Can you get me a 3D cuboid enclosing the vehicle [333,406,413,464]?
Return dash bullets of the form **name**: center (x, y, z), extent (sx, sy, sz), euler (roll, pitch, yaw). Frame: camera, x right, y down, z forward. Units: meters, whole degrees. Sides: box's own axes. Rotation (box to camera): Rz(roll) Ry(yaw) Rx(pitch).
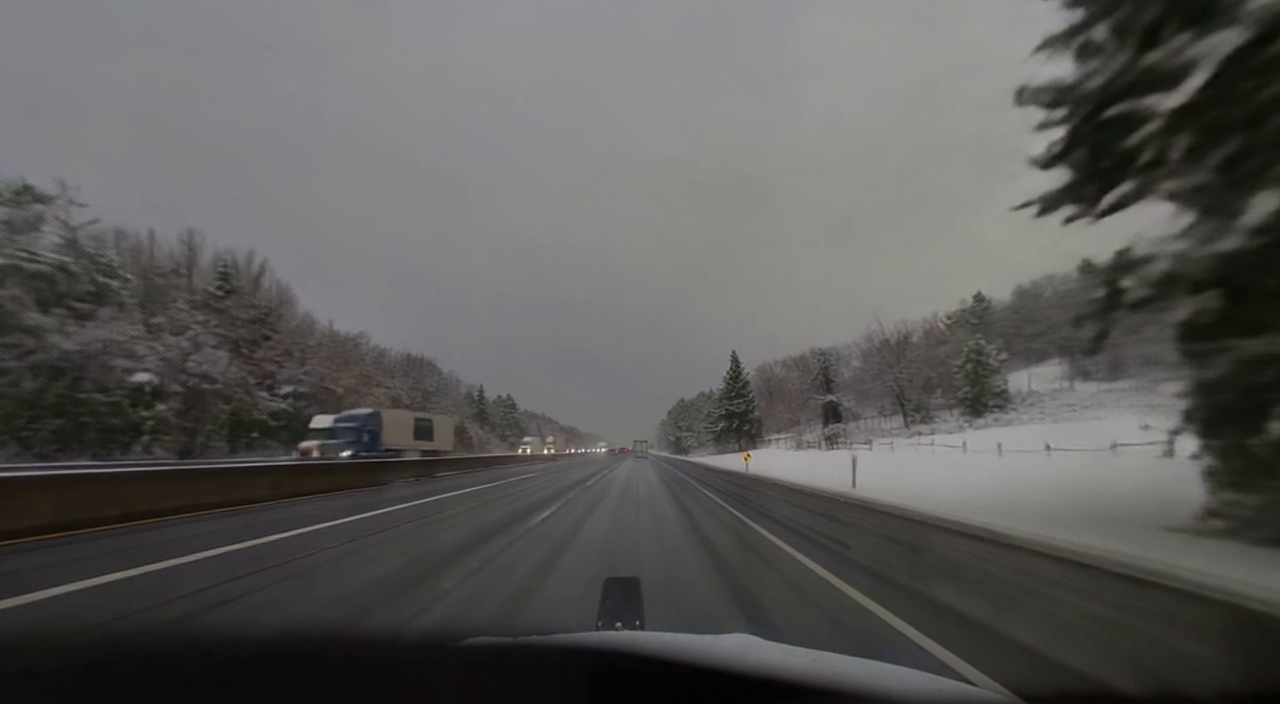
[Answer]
- **vehicle**: center (-18.863, 5.962, 44.998), extent (3.001, 3.871, 5.872), euler (0, -9, 0)
